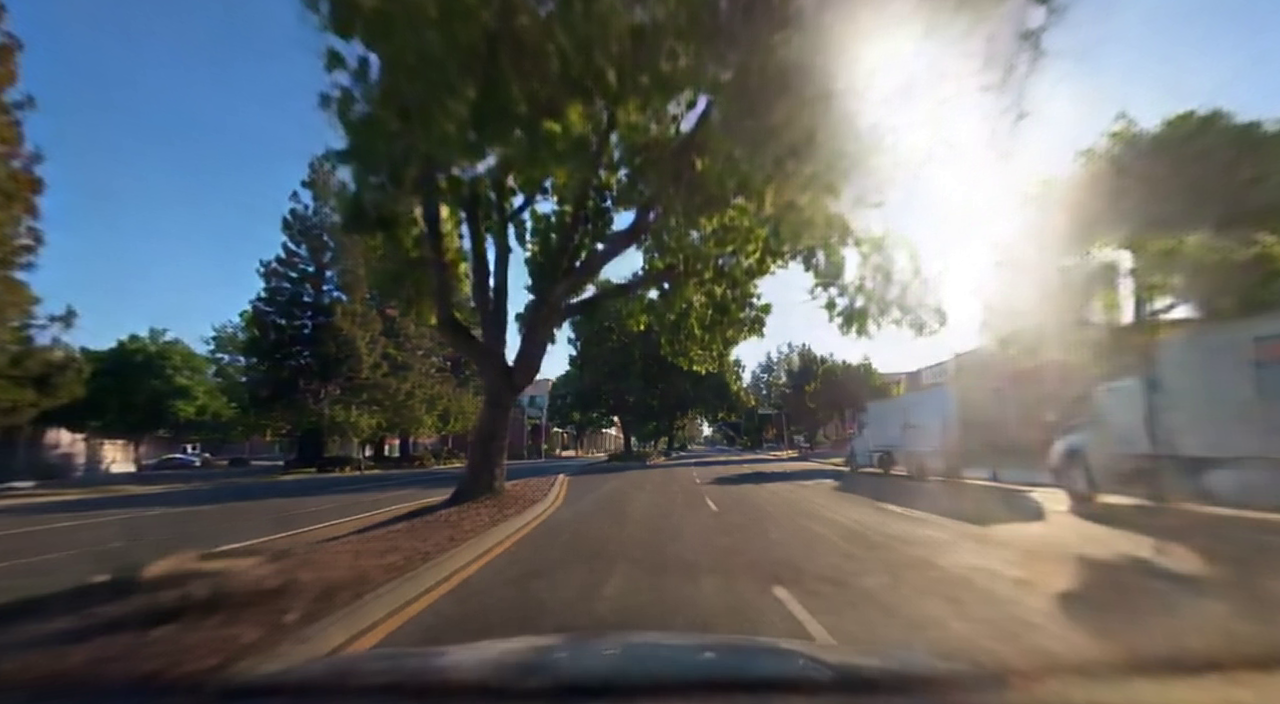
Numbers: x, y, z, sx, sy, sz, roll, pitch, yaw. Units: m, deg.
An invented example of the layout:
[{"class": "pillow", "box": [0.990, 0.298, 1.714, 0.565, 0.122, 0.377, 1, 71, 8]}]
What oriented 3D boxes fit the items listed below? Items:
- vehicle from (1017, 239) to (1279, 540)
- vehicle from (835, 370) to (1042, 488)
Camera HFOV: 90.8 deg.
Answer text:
[{"class": "vehicle", "box": [10.033, 0.682, 9.653, 3.085, 3.951, 8.785, 0, -8, 0]}, {"class": "vehicle", "box": [10.514, 3.051, 24.184, 2.946, 3.506, 10.682, 0, -8, 1]}]
